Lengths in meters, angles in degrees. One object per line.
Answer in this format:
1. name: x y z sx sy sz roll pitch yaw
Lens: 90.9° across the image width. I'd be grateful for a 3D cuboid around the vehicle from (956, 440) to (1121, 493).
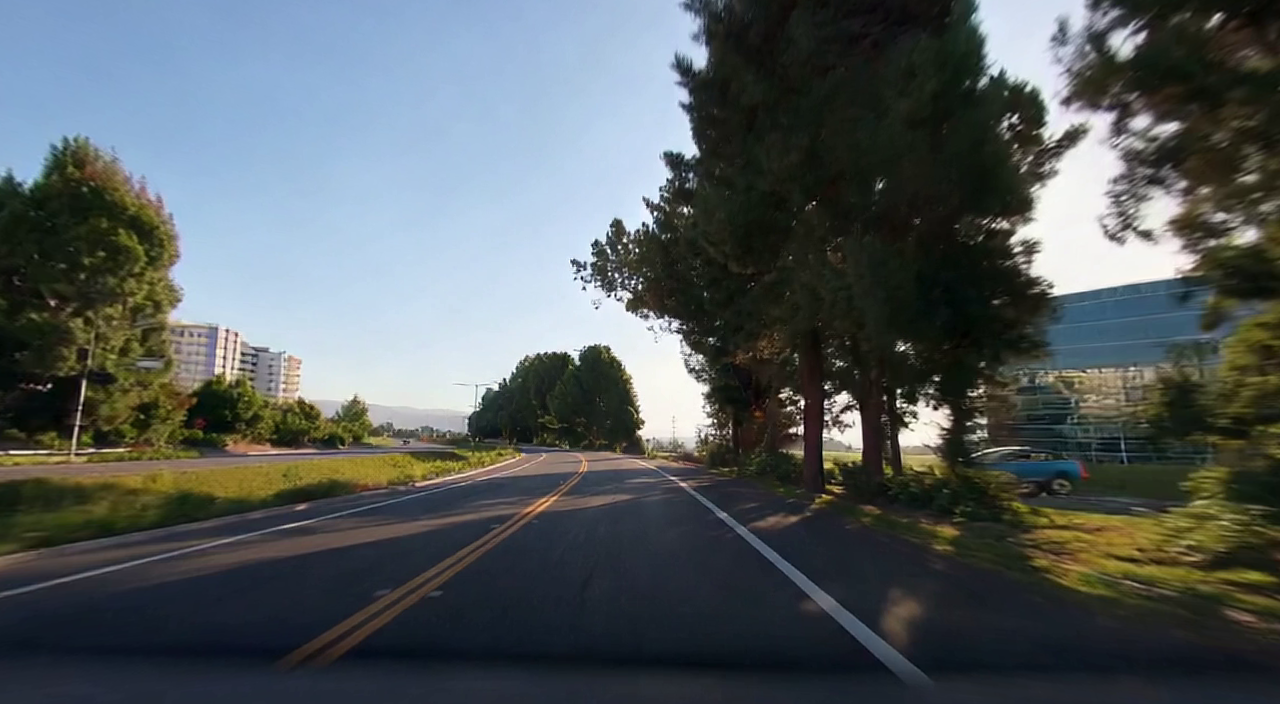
1. vehicle: 12.668 3.630 20.184 4.139 1.399 1.817 3 -7 -3
